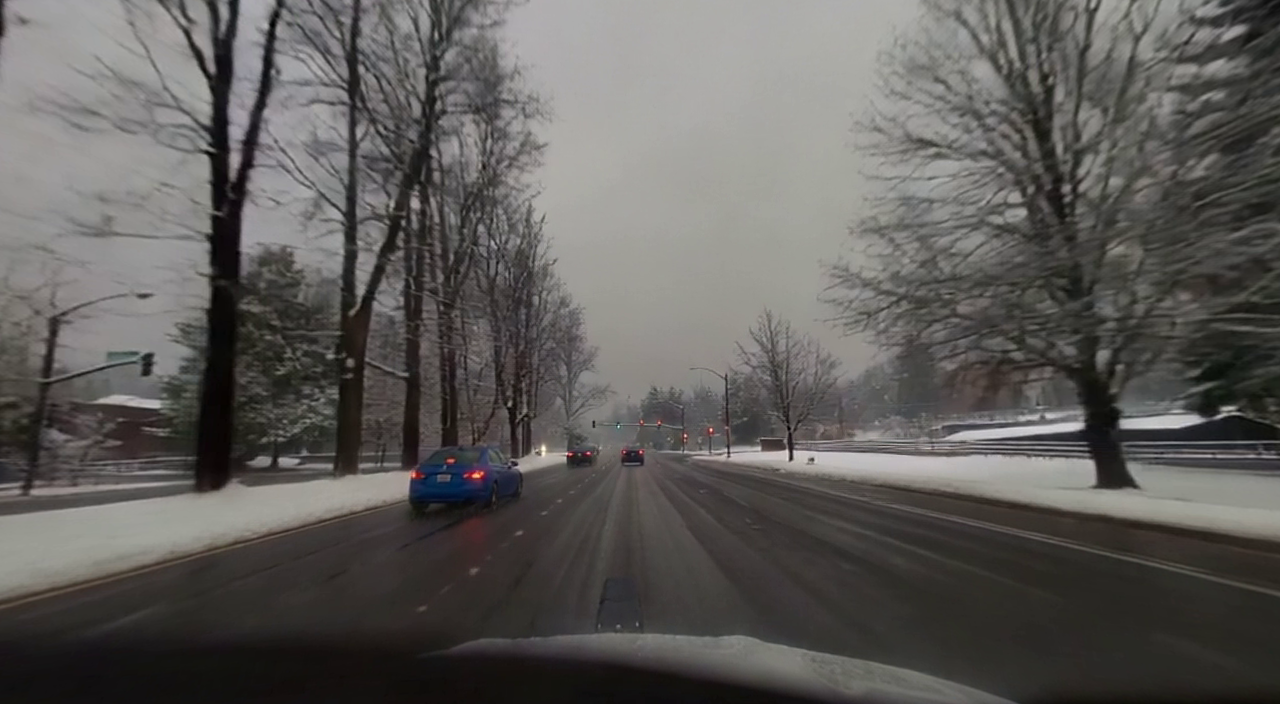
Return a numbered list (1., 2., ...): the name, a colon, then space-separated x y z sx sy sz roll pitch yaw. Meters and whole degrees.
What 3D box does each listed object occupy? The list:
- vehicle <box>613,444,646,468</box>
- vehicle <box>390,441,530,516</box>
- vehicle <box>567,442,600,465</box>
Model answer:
1. vehicle: -0.670 6.652 40.548 1.991 1.431 4.199 0 -9 -1
2. vehicle: -3.844 2.769 14.349 1.905 1.418 4.396 0 -9 0
3. vehicle: -4.180 7.563 47.071 2.103 1.592 4.160 0 -9 0
